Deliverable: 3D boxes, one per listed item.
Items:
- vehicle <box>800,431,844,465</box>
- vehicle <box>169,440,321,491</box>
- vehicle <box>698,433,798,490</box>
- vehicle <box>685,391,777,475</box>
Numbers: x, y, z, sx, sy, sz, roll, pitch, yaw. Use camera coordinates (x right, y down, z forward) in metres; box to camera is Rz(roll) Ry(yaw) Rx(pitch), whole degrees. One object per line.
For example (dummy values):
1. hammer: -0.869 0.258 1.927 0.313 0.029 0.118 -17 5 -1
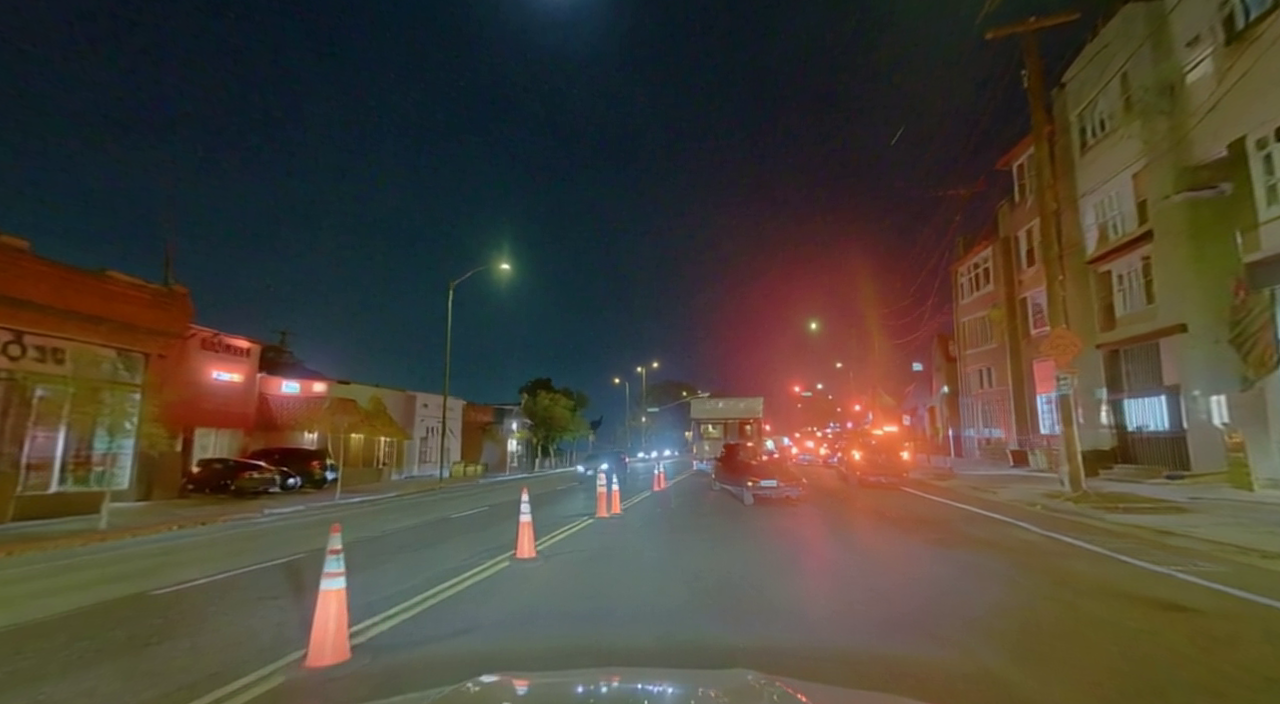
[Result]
1. vehicle: 11.074 5.794 38.282 2.110 1.942 4.376 -3 -9 21
2. vehicle: -14.163 4.044 22.762 4.397 1.698 1.932 -2 -9 11
3. vehicle: 3.088 3.246 19.053 2.159 1.506 4.086 0 -8 -2
4. vehicle: 4.910 4.120 31.284 2.977 3.271 12.748 -2 -9 15
